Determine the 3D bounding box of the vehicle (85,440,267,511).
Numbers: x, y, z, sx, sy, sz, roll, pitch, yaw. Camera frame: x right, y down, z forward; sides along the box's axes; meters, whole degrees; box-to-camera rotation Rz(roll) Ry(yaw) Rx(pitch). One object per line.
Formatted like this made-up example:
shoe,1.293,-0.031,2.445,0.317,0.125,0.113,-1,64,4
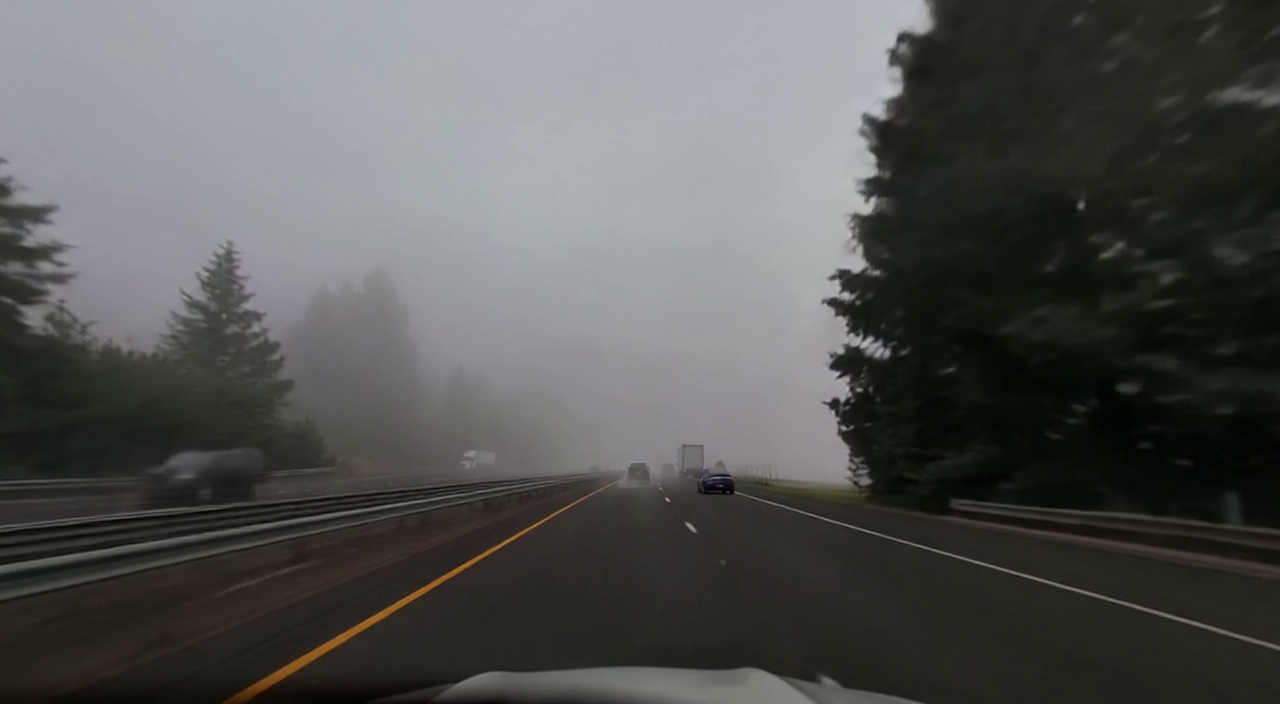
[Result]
vehicle,-14.037,3.793,19.521,2.015,1.874,4.639,1,-10,0

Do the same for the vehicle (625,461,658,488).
vehicle,0.133,8.623,44.428,2.212,1.717,4.452,0,-10,1

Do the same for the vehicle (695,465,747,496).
vehicle,4.310,6.959,34.323,2.073,1.532,4.969,1,-10,-1
